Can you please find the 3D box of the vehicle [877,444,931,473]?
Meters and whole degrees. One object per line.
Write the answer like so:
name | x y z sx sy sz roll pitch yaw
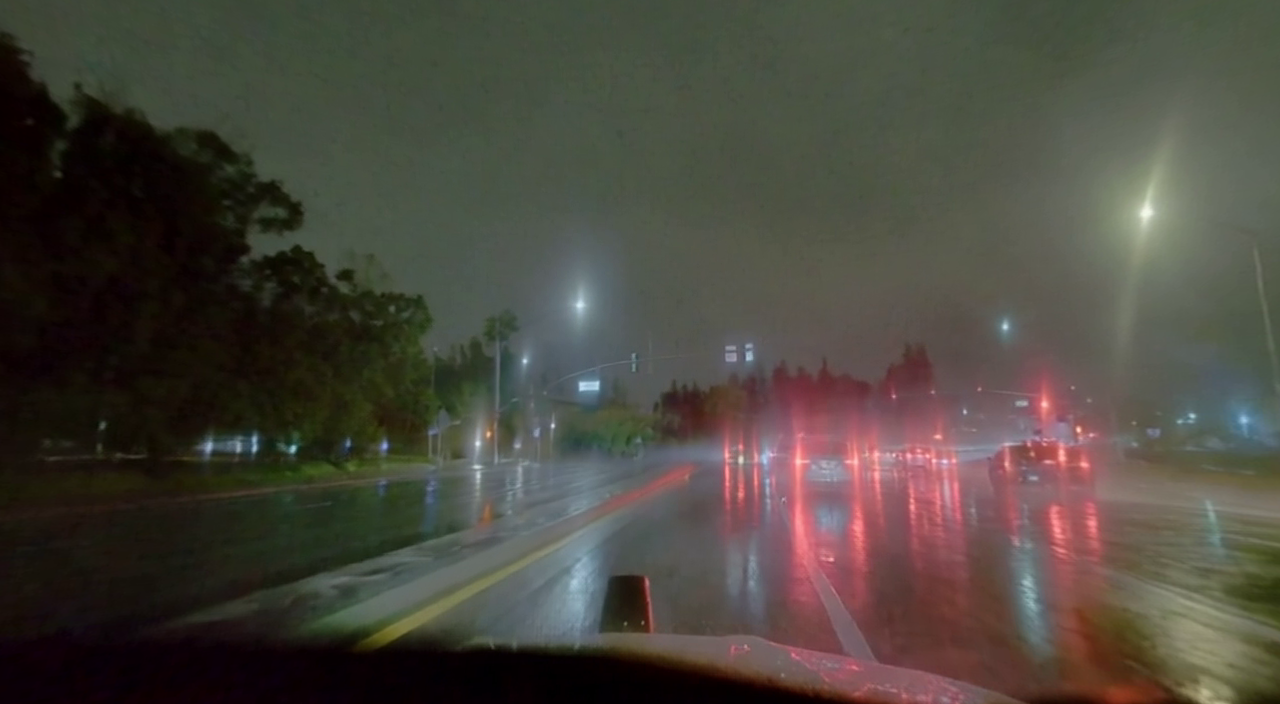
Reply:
vehicle | 15.257 6.146 36.624 1.901 1.484 4.093 -1 -8 8

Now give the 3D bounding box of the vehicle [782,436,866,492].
vehicle | 5.757 3.513 20.210 2.078 1.578 4.107 -1 -8 10

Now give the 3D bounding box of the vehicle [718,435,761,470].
vehicle | 5.636 5.664 35.783 2.245 1.800 4.522 -1 -8 8

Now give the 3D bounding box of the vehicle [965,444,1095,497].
vehicle | 12.090 3.659 19.924 1.884 1.422 4.262 -1 -8 8
